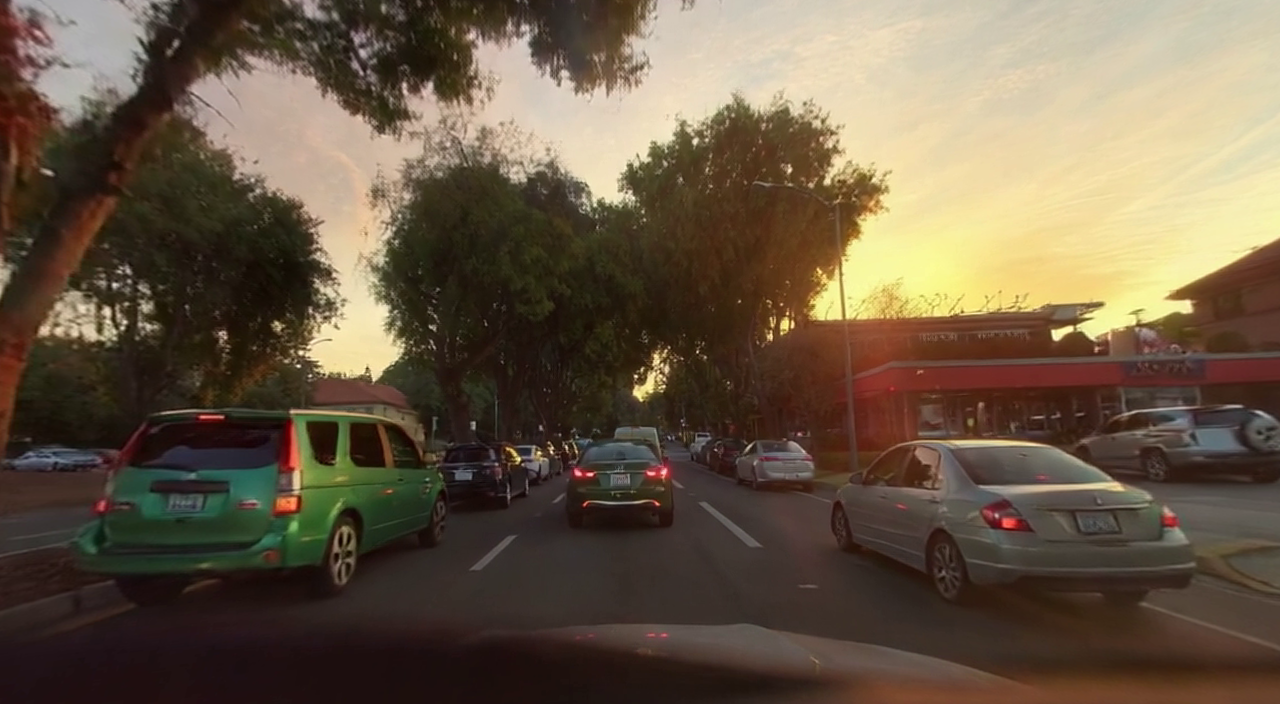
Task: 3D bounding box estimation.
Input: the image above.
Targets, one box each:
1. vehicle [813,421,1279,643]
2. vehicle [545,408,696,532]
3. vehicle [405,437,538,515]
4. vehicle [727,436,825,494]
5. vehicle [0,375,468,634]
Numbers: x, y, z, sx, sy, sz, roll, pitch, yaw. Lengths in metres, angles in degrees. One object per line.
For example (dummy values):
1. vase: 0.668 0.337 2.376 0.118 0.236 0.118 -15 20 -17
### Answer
1. vehicle: 3.384 1.539 6.485 1.900 1.477 4.352 0 -9 -1
2. vehicle: -0.327 2.079 11.579 2.238 1.825 4.190 0 -9 -1
3. vehicle: -3.560 2.685 14.187 1.849 1.451 4.218 0 -9 -1
4. vehicle: 3.889 3.304 18.859 1.875 1.521 4.192 0 -9 -1
5. vehicle: -3.628 1.427 6.857 2.231 1.853 4.461 0 -9 0
